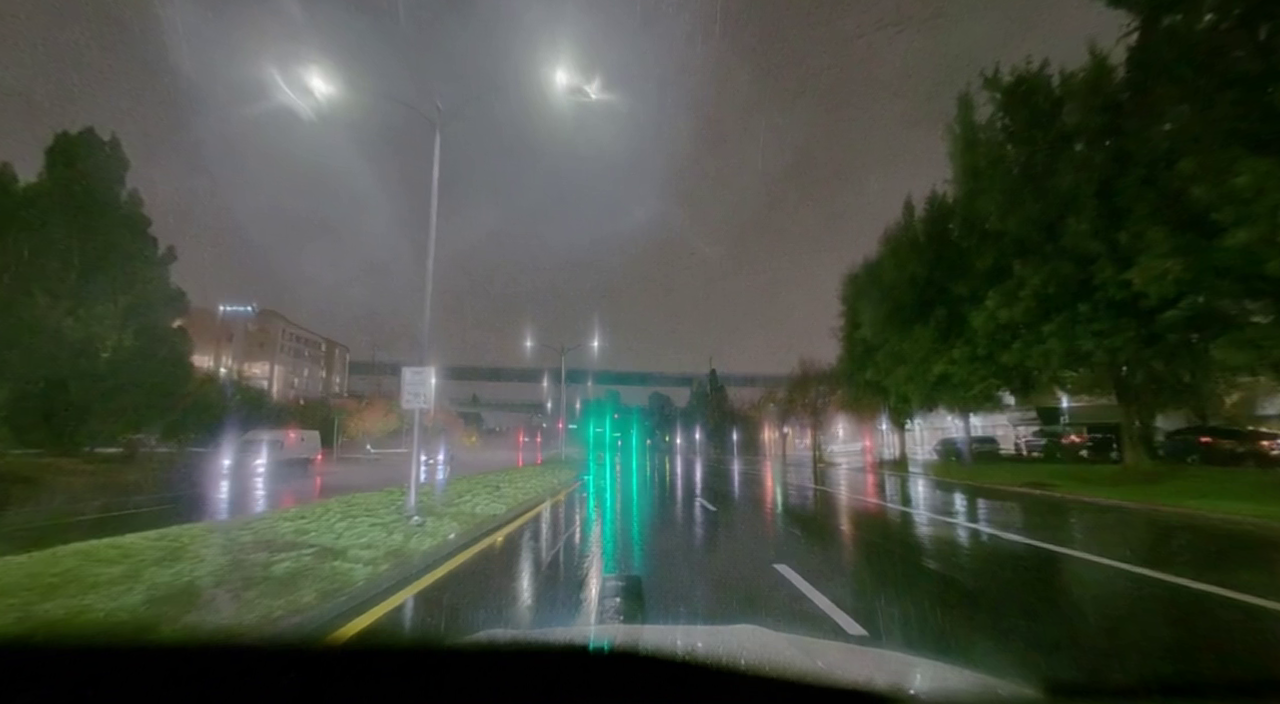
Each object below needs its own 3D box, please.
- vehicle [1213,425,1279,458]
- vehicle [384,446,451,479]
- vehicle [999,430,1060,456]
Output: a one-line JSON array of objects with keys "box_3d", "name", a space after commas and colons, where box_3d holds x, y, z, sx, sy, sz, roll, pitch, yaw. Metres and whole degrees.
[{"box_3d": [43.189, 6.328, 44.600, 4.681, 2.103, 2.302, 6, -9, -26], "name": "vehicle"}, {"box_3d": [-11.334, 5.640, 32.596, 2.032, 1.480, 4.591, 0, -8, -3], "name": "vehicle"}, {"box_3d": [28.309, 6.627, 45.866, 4.634, 1.789, 2.149, 7, -11, -38], "name": "vehicle"}]
